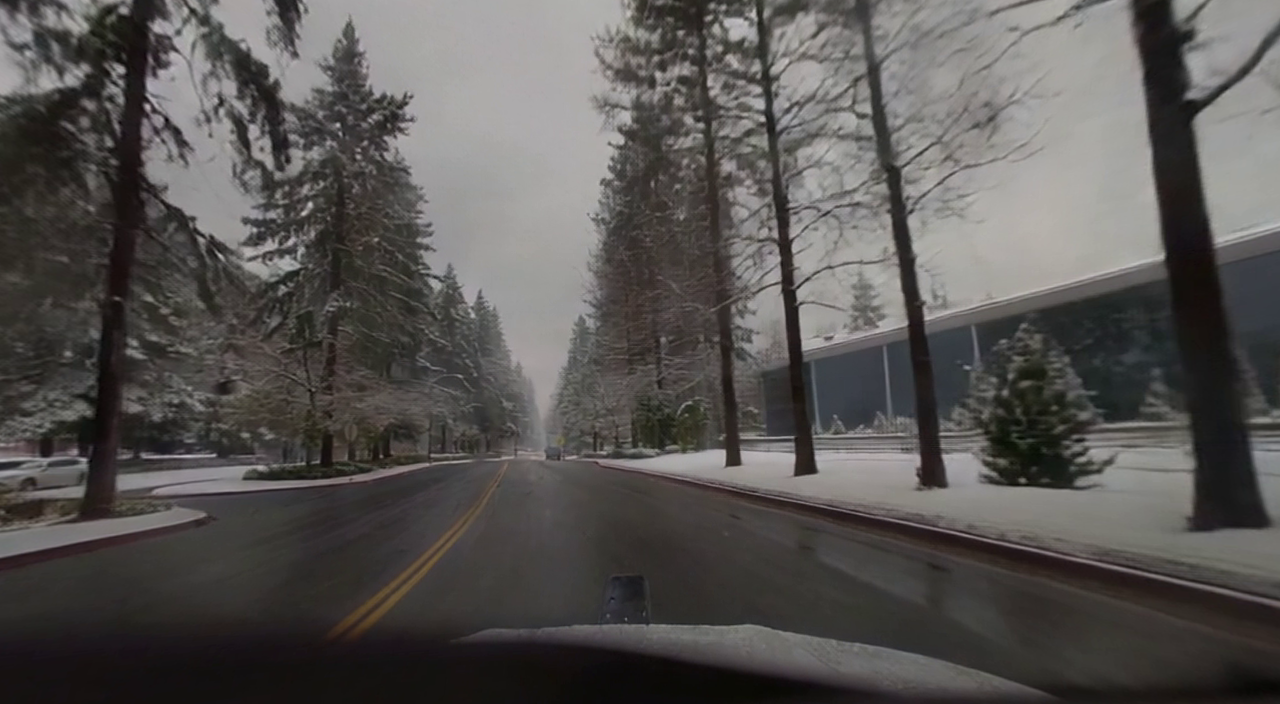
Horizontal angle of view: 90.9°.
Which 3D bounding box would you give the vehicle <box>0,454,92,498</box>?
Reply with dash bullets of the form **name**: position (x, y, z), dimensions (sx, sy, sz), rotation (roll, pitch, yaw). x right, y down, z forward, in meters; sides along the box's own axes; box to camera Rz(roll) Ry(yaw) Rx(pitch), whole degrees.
- **vehicle**: position (-26.432, 5.272, 27.197), dimensions (1.929, 1.650, 4.638), rotation (1, -9, -9)
